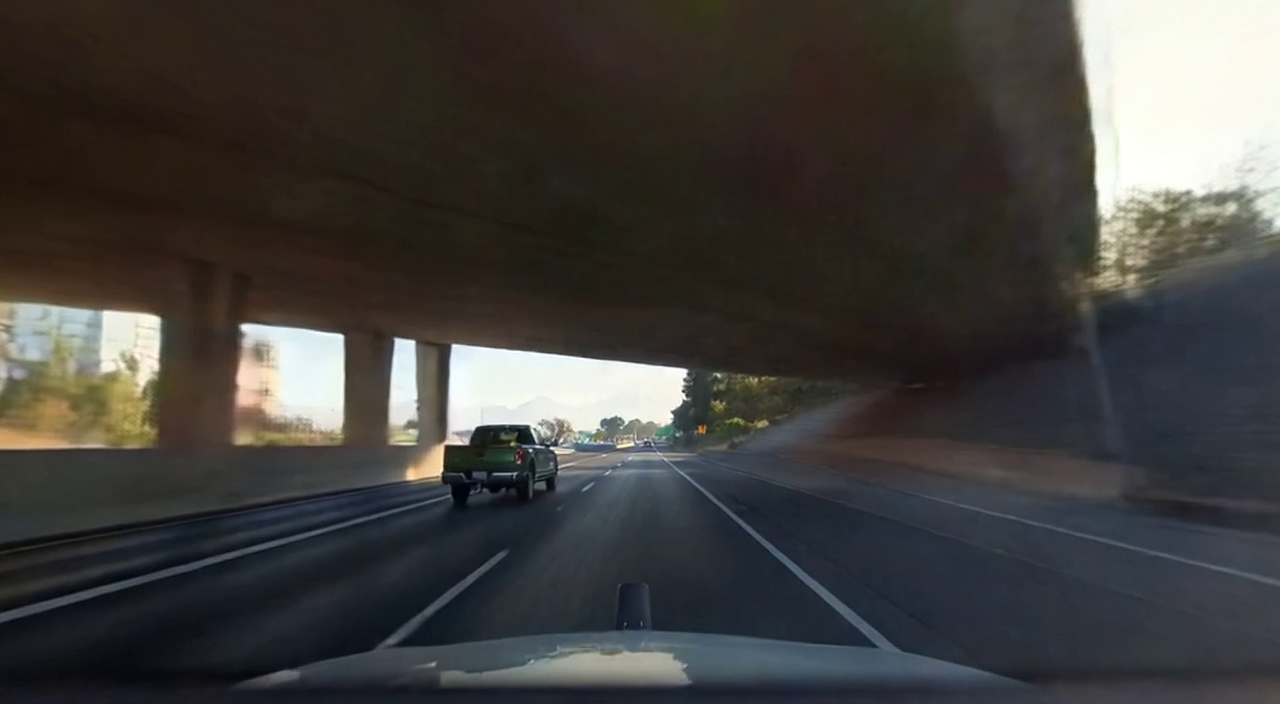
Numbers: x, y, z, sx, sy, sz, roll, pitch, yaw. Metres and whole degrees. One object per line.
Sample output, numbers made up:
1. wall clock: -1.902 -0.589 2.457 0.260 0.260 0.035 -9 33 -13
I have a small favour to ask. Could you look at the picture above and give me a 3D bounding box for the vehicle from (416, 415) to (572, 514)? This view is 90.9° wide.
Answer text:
1. vehicle: -3.213 2.654 15.419 2.350 1.932 5.562 -1 -8 2
